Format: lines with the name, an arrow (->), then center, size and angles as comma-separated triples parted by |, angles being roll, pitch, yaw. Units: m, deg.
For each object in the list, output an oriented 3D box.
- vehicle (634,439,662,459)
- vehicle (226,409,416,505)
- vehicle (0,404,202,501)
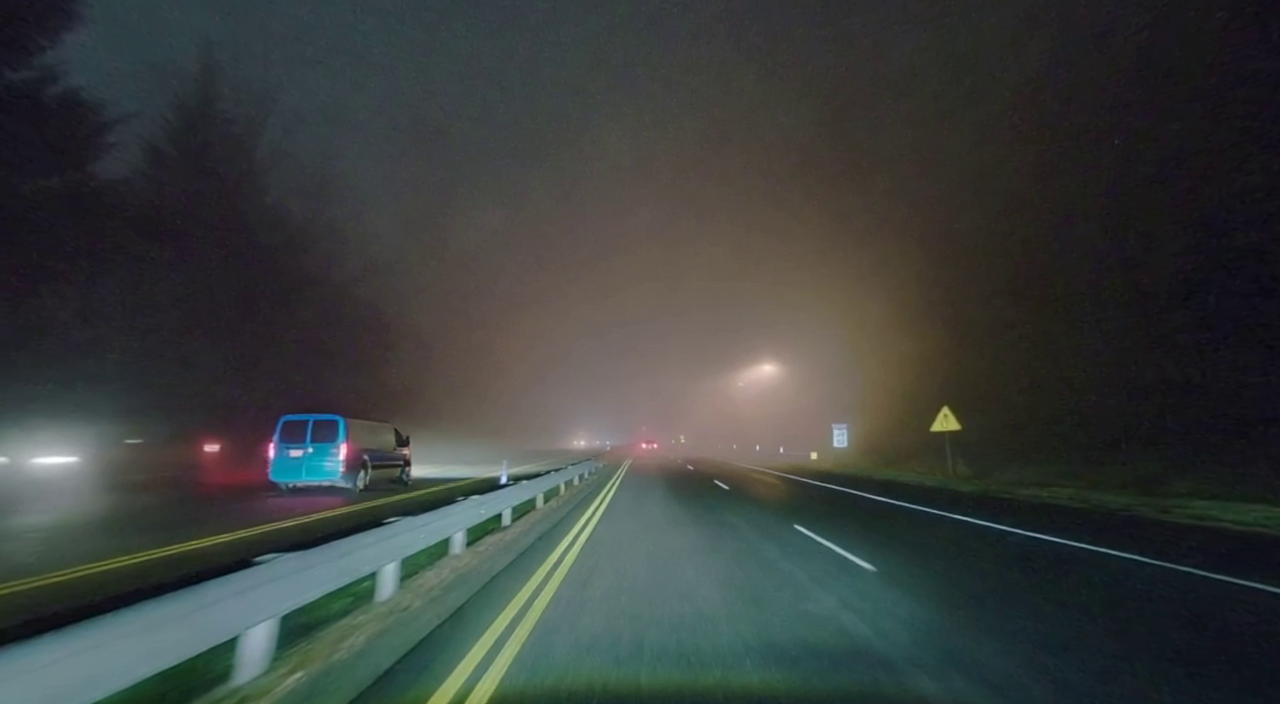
vehicle -> 0.646, 7.461, 48.457 | 2.061, 1.469, 3.782 | 0, -8, 1
vehicle -> -7.115, 2.393, 14.692 | 2.068, 1.897, 4.372 | 0, -8, 1
vehicle -> -13.907, 2.465, 15.745 | 2.103, 2.019, 5.093 | 0, -8, 1
